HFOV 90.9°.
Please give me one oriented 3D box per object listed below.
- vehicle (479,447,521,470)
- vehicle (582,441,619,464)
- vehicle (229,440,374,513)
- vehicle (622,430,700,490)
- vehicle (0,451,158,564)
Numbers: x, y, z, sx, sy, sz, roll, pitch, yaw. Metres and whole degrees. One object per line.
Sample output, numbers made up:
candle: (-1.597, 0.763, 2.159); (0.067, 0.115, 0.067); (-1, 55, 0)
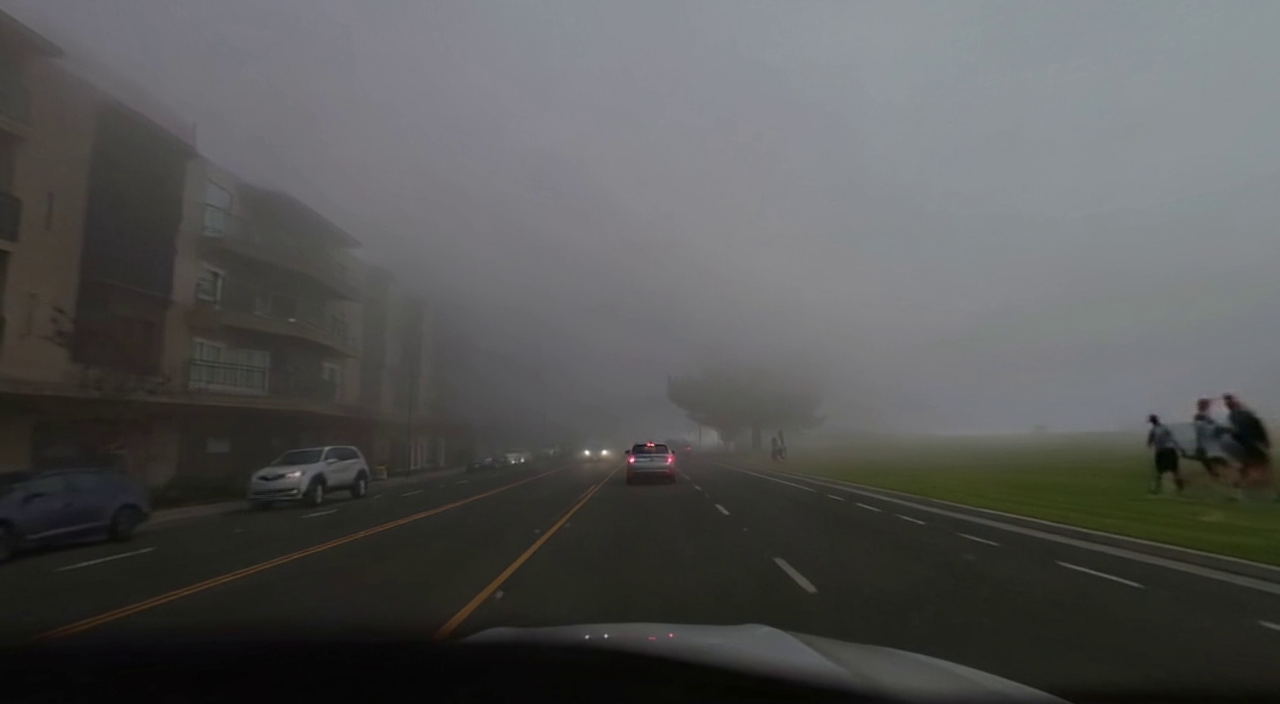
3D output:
vehicle: (-10.035, 7.638, 45.449); (1.839, 1.474, 4.694); (-1, -9, 1)
vehicle: (-2.565, 6.629, 41.734); (2.104, 1.455, 4.199); (-1, -9, 2)
vehicle: (-10.206, 3.728, 19.507); (2.032, 1.833, 4.465); (-3, -8, 0)
vehicle: (0.596, 3.261, 19.281); (2.132, 1.632, 3.838); (0, -8, 0)
vehicle: (-10.390, 2.513, 10.252); (1.932, 1.607, 4.191); (-4, -8, -2)
